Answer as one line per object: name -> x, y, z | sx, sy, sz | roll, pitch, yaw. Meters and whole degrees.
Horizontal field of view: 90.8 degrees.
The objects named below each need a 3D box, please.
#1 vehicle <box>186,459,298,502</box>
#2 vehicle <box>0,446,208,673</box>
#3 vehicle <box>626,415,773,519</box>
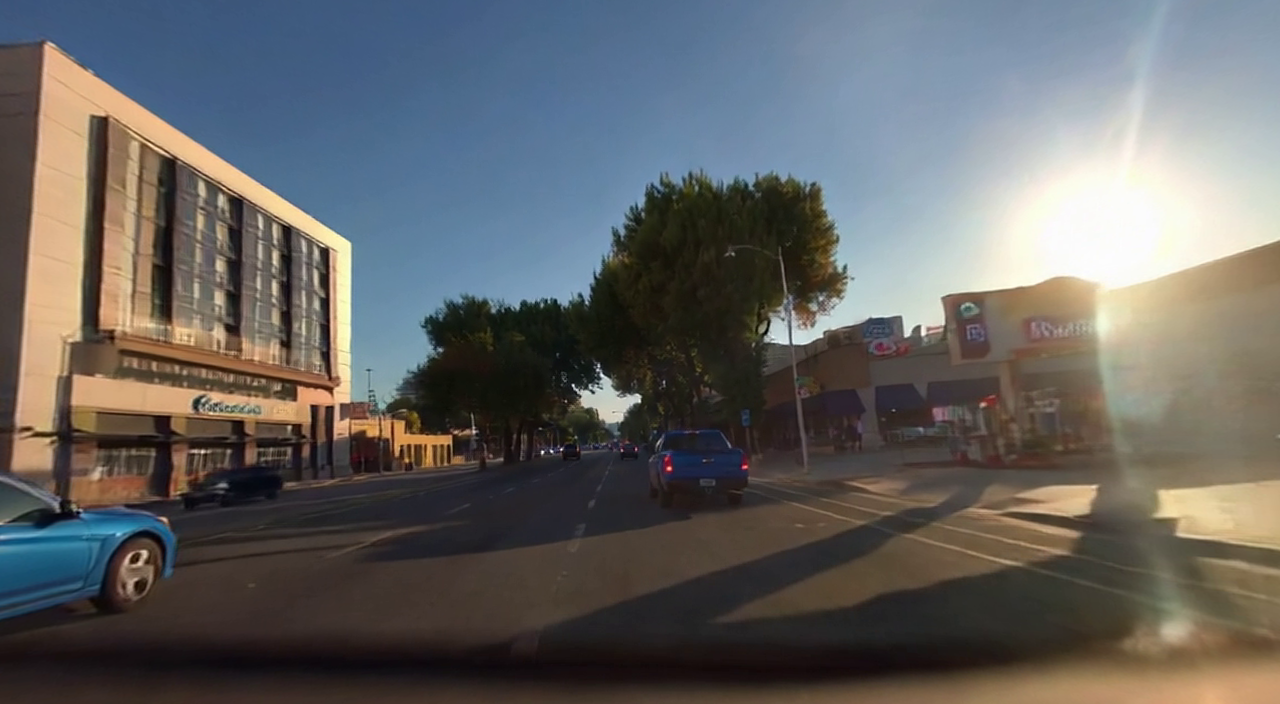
vehicle -> -16.557, 5.344, 26.609 | 1.955, 1.562, 4.340 | 0, -9, -1
vehicle -> -5.001, 1.270, 3.656 | 1.888, 1.424, 4.553 | 0, -9, -2
vehicle -> 1.077, 2.625, 14.942 | 2.590, 1.932, 5.776 | 0, -9, -3
